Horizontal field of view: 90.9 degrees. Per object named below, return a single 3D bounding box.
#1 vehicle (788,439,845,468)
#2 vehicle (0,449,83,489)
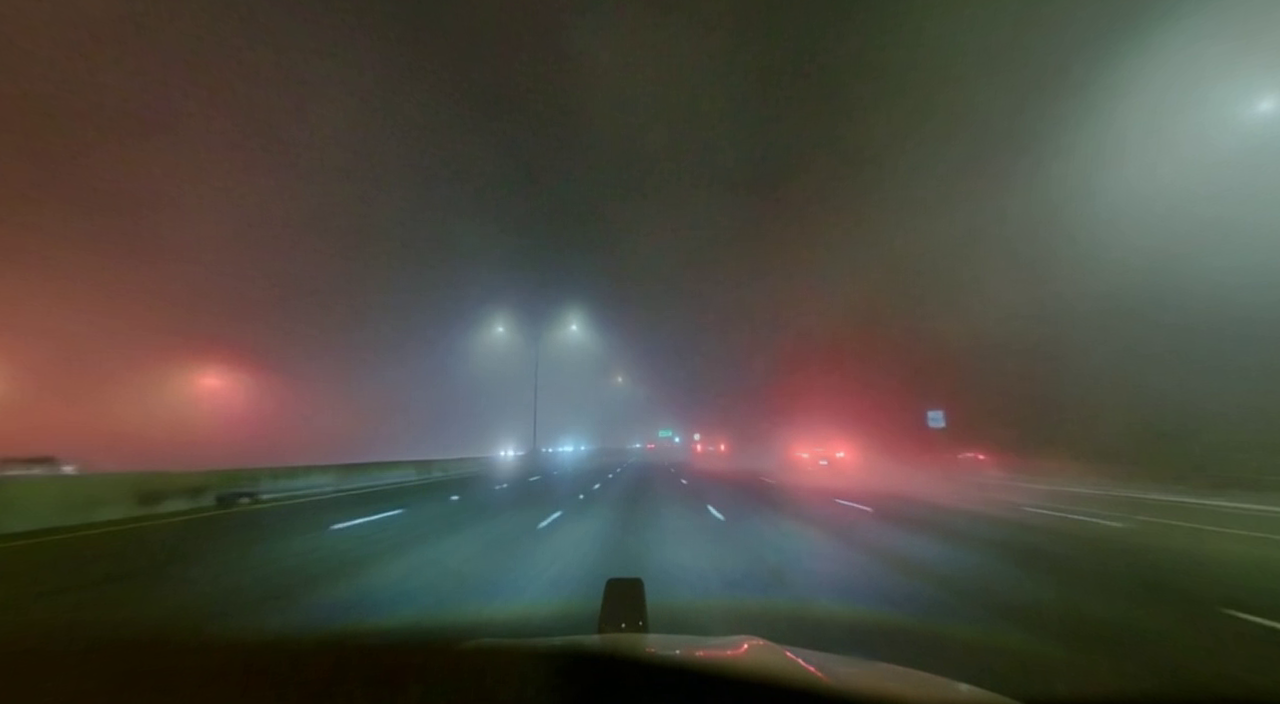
[{"bbox_3d":[10.193,5.892,36.779,2.000,1.514,4.585,0,-9,0],"label":"vehicle"},{"bbox_3d":[-25.776,4.784,25.960,1.984,1.534,3.947,-1,-9,1],"label":"vehicle"}]
